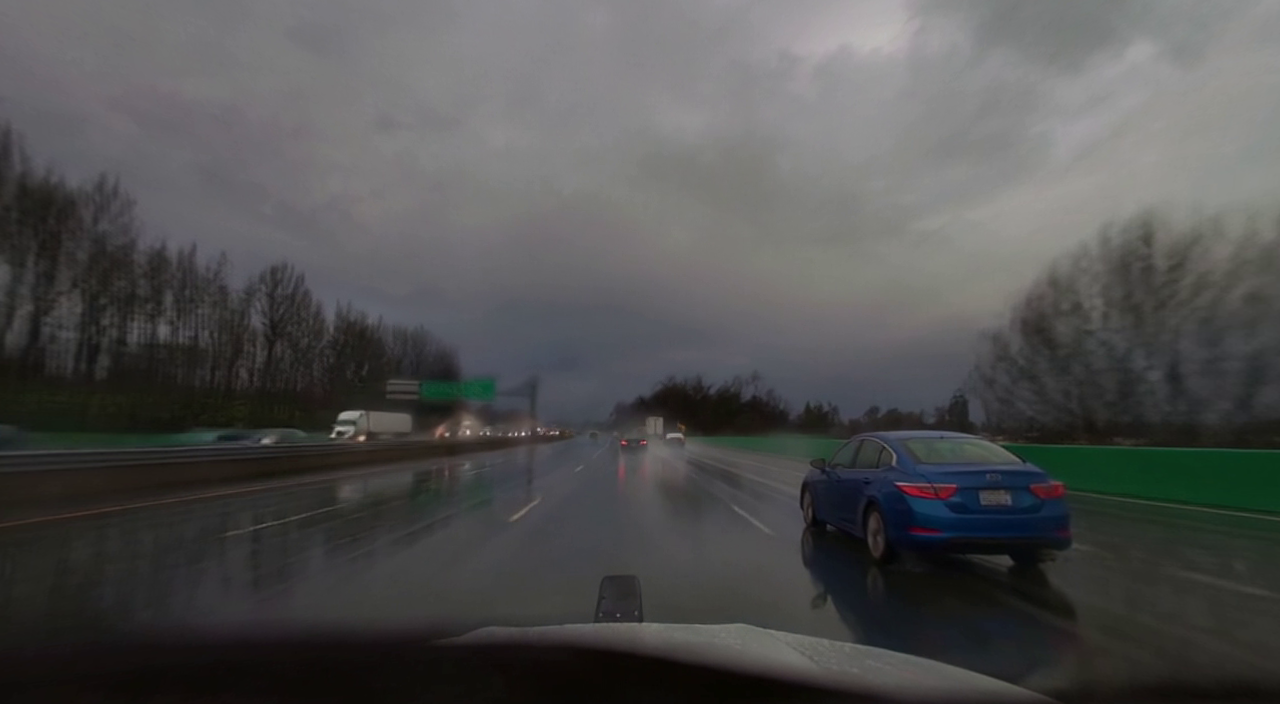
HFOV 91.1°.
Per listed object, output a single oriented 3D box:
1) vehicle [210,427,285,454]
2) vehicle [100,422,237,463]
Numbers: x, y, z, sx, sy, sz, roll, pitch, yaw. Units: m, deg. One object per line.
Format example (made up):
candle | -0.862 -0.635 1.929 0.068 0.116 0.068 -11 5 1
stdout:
vehicle | -22.392 5.066 36.073 1.802 1.481 3.958 0 -8 -1
vehicle | -18.807 3.640 25.416 1.964 1.502 4.665 0 -8 0
